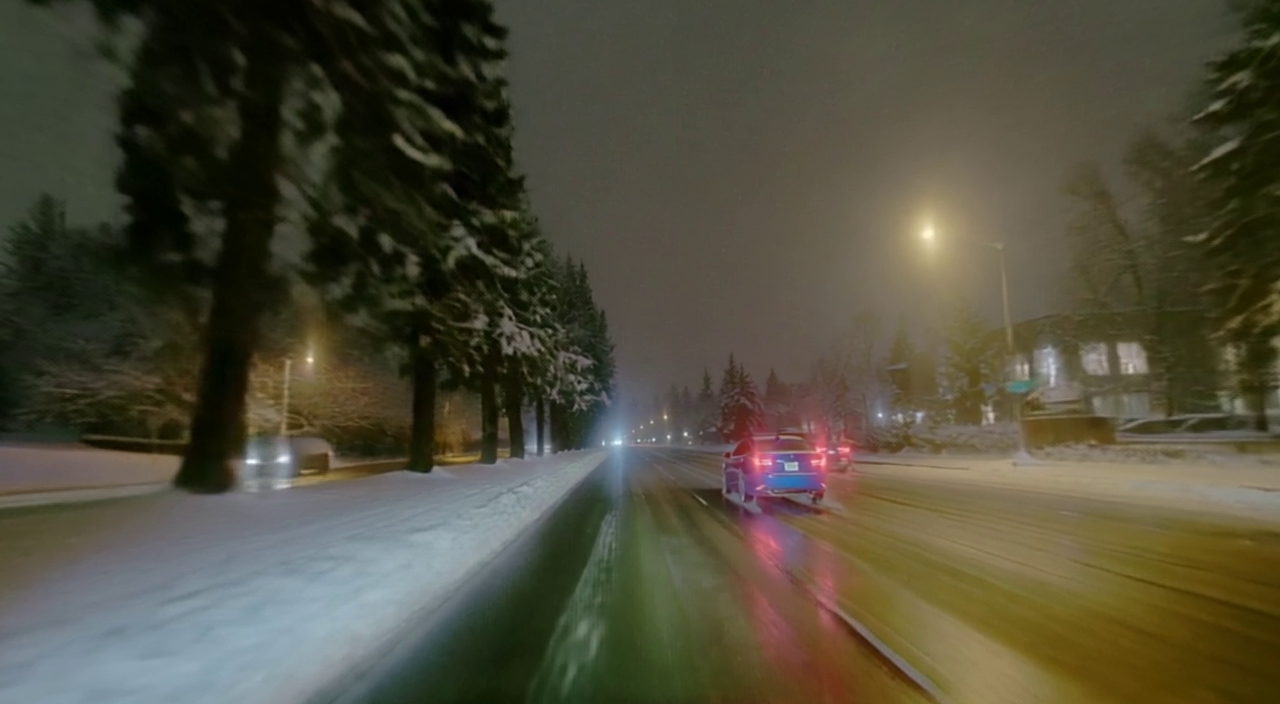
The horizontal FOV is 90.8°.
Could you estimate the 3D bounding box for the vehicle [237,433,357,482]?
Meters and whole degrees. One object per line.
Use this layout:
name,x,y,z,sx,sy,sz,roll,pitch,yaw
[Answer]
vehicle,-15.098,4.660,28.324,2.234,1.957,5.941,0,-8,-2

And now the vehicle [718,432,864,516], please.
vehicle,2.961,2.489,13.464,1.950,1.473,4.259,0,-8,-2
